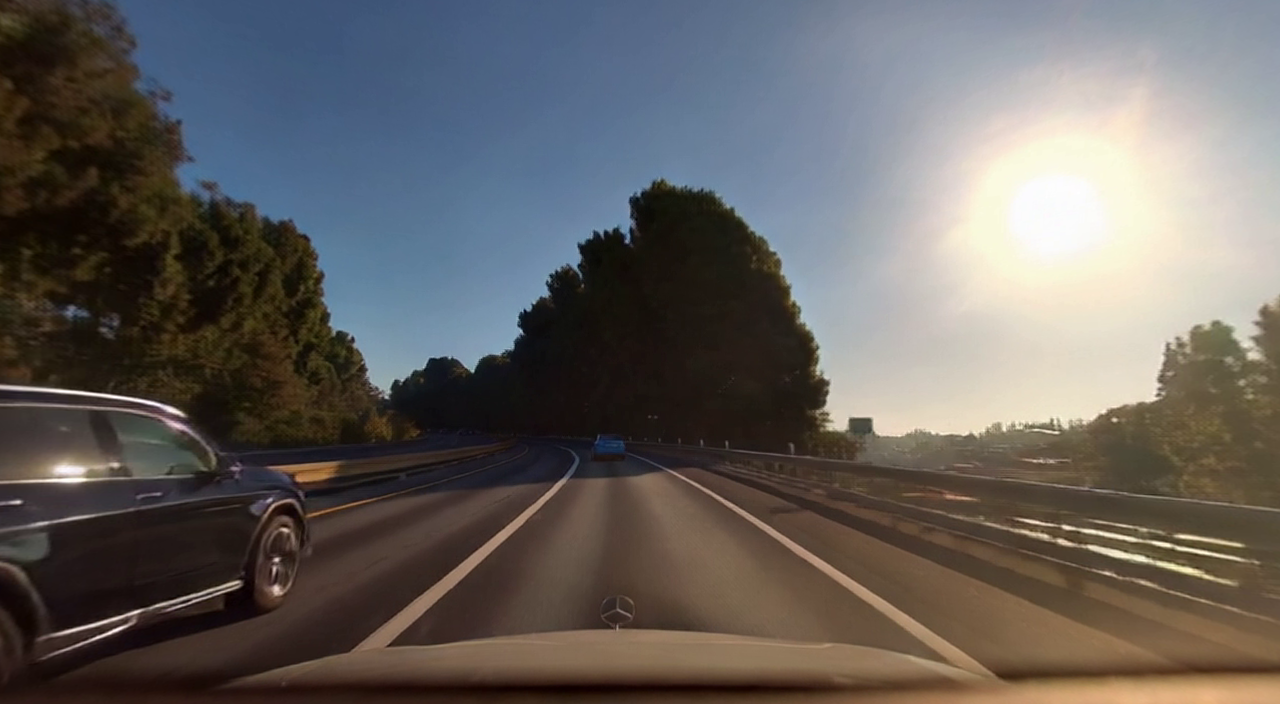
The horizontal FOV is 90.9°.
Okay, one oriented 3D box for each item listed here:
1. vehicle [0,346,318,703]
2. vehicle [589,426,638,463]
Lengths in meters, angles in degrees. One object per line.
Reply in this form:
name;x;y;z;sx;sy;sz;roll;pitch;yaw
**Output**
vehicle;-4.181;0.993;3.766;2.053;1.847;4.760;0;-8;-1
vehicle;-1.508;4.979;34.130;2.452;1.857;4.022;1;-8;-5
